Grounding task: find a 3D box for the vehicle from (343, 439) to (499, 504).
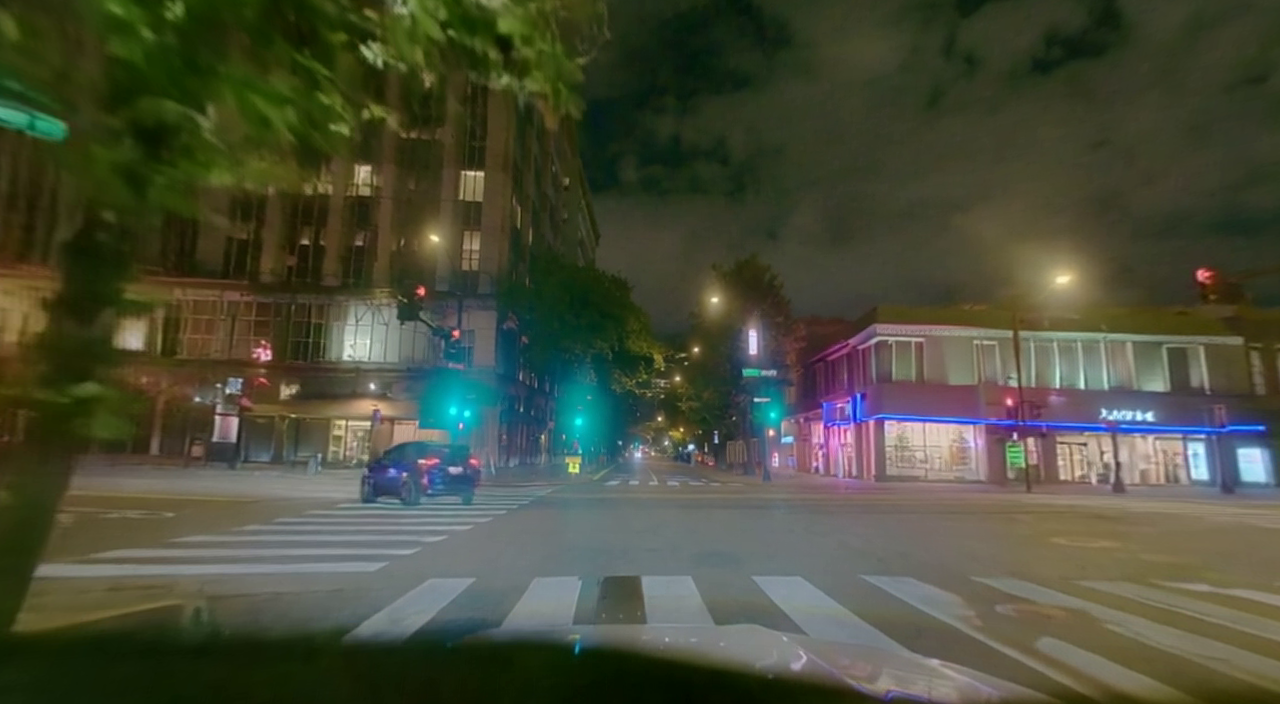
[{"bbox_3d":[-5.957,3.099,16.935,4.459,1.482,2.106,-8,-12,44],"label":"vehicle"}]
